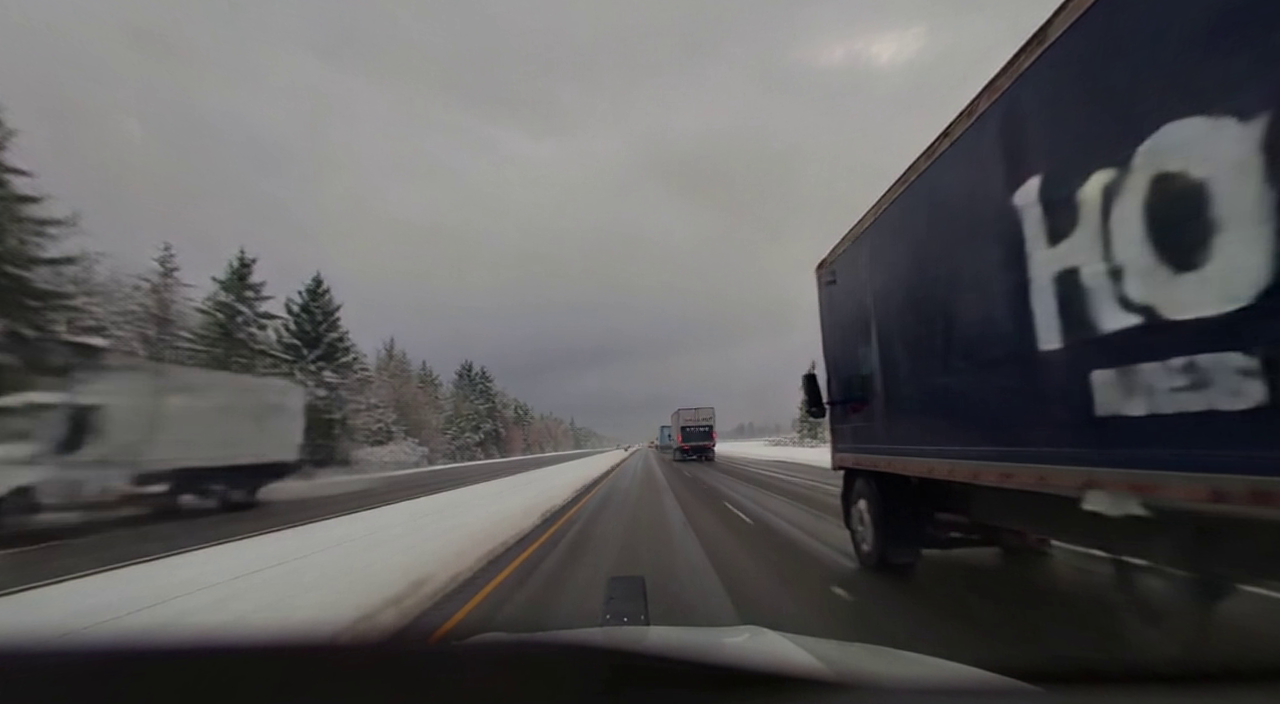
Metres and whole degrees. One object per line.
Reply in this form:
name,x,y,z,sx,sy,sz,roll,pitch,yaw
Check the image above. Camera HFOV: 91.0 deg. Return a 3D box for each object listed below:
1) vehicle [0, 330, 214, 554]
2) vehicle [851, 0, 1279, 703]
vehicle,-11.362,1.561,10.879,2.698,3.465,7.279,0,-8,0
vehicle,4.004,-0.547,0.147,2.911,4.117,14.683,0,-8,0
